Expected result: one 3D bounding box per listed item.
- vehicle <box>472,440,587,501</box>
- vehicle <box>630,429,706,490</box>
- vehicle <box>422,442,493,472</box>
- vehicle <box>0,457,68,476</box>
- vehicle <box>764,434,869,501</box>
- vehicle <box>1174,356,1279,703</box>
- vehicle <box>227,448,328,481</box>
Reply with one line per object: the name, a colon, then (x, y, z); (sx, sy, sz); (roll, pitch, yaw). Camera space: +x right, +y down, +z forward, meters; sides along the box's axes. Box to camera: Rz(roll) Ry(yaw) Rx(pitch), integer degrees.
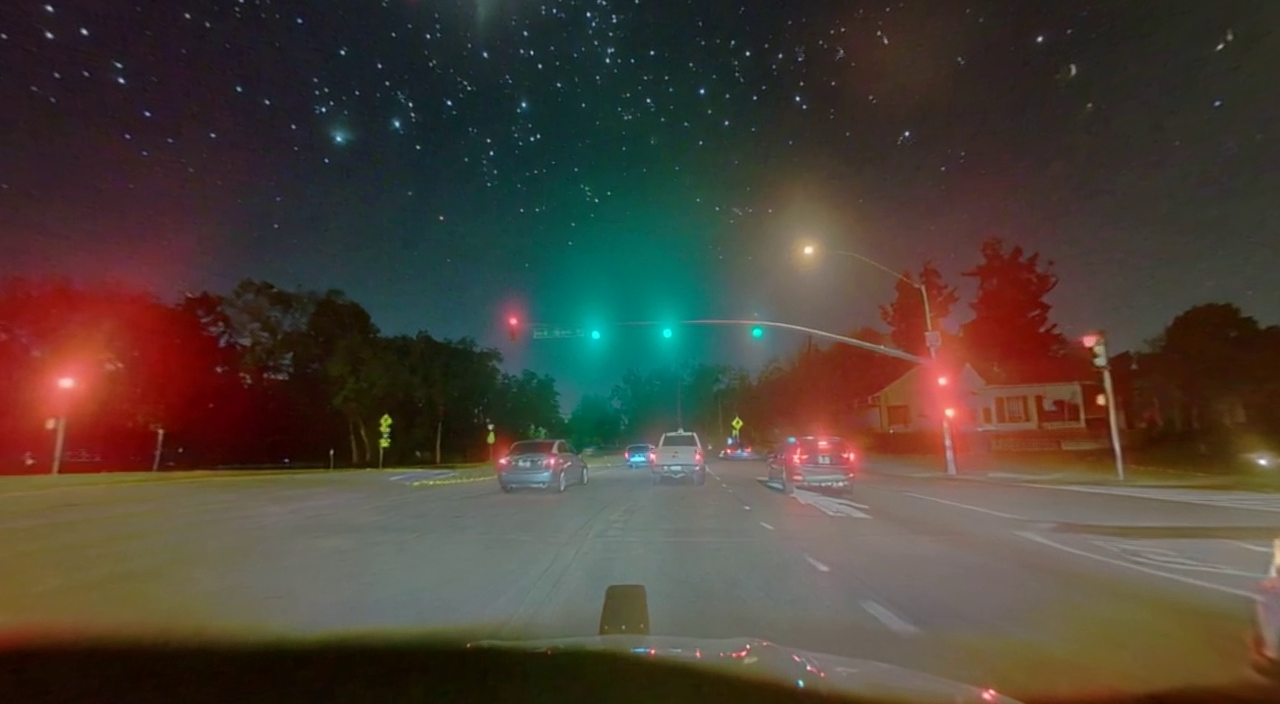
vehicle: (-2.901, 3.235, 17.709); (2.006, 1.464, 4.586); (-1, -9, 5)
vehicle: (1.031, 3.501, 20.847); (2.250, 1.768, 4.574); (-1, -9, 5)
vehicle: (-9.898, 5.725, 34.605); (2.009, 1.527, 4.534); (-2, -9, 9)
vehicle: (-47.336, 8.918, 49.212); (3.648, 1.387, 1.853); (-1, -9, 7)
vehicle: (4.423, 2.940, 16.364); (1.859, 1.540, 3.454); (-1, -9, 3)
vehicle: (3.481, 0.541, 0.445); (2.106, 1.636, 4.655); (0, -9, 0)
vehicle: (-17.381, 5.385, 30.546); (1.869, 1.449, 4.417); (-1, -9, 7)
